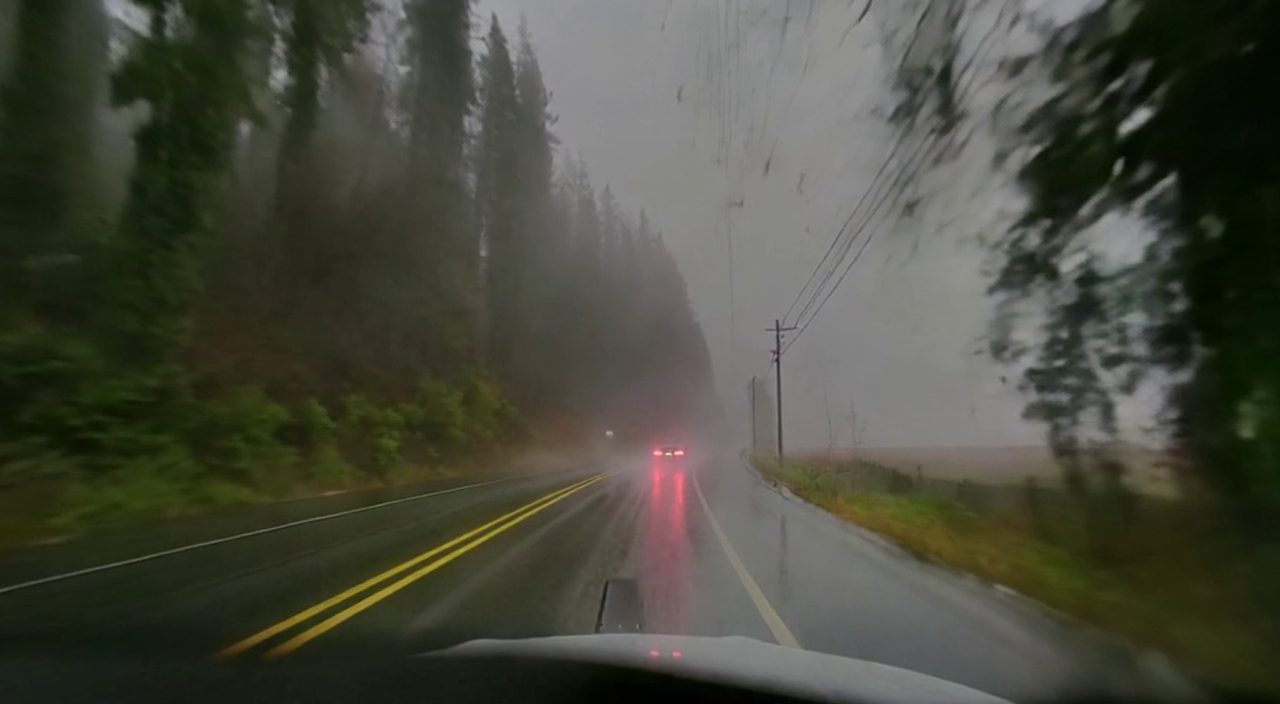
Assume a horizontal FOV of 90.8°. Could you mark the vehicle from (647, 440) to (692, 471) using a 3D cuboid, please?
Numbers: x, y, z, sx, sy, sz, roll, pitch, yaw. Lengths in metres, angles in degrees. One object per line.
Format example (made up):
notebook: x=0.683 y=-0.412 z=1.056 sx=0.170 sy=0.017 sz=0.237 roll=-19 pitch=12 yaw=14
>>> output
vehicle: x=1.584 y=5.312 z=32.609 sx=2.059 sy=1.524 sz=3.963 roll=-1 pitch=-8 yaw=6
